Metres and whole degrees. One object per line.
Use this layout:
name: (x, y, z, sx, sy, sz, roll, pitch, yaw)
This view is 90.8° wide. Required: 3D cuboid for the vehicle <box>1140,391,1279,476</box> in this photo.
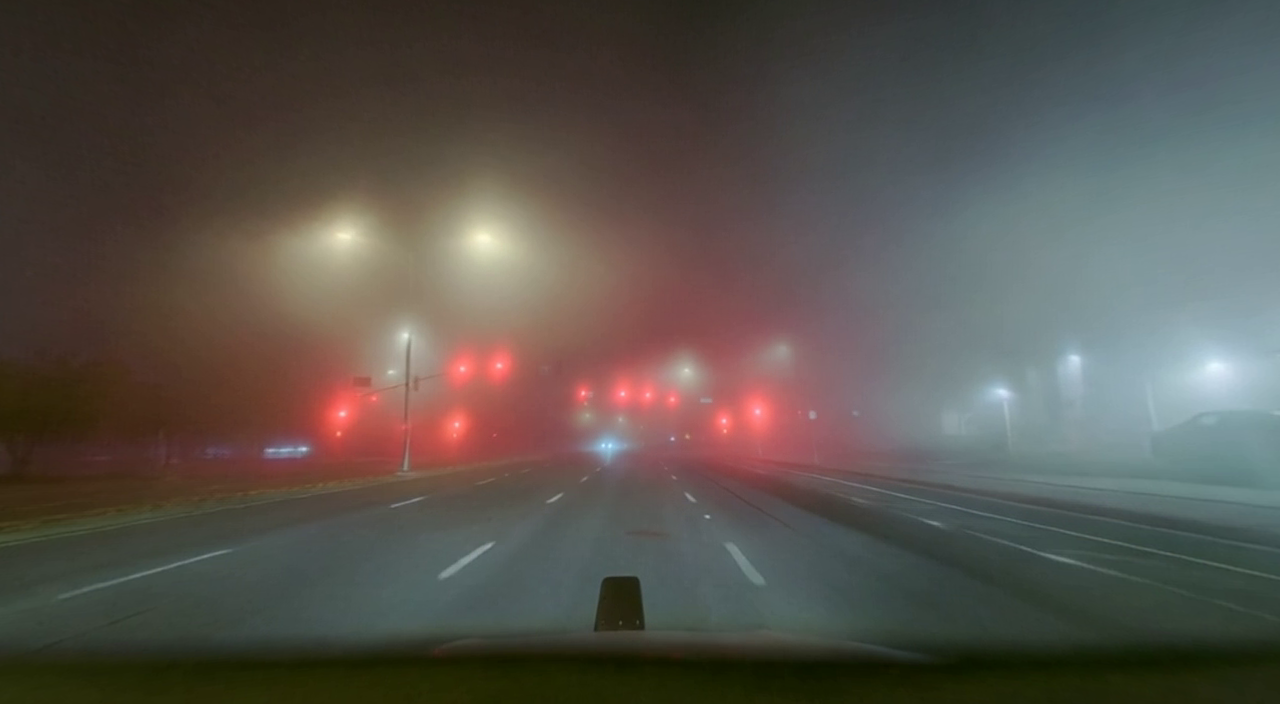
vehicle: (16.385, 2.297, 17.620, 1.951, 2.131, 3.345, 0, -9, -1)
